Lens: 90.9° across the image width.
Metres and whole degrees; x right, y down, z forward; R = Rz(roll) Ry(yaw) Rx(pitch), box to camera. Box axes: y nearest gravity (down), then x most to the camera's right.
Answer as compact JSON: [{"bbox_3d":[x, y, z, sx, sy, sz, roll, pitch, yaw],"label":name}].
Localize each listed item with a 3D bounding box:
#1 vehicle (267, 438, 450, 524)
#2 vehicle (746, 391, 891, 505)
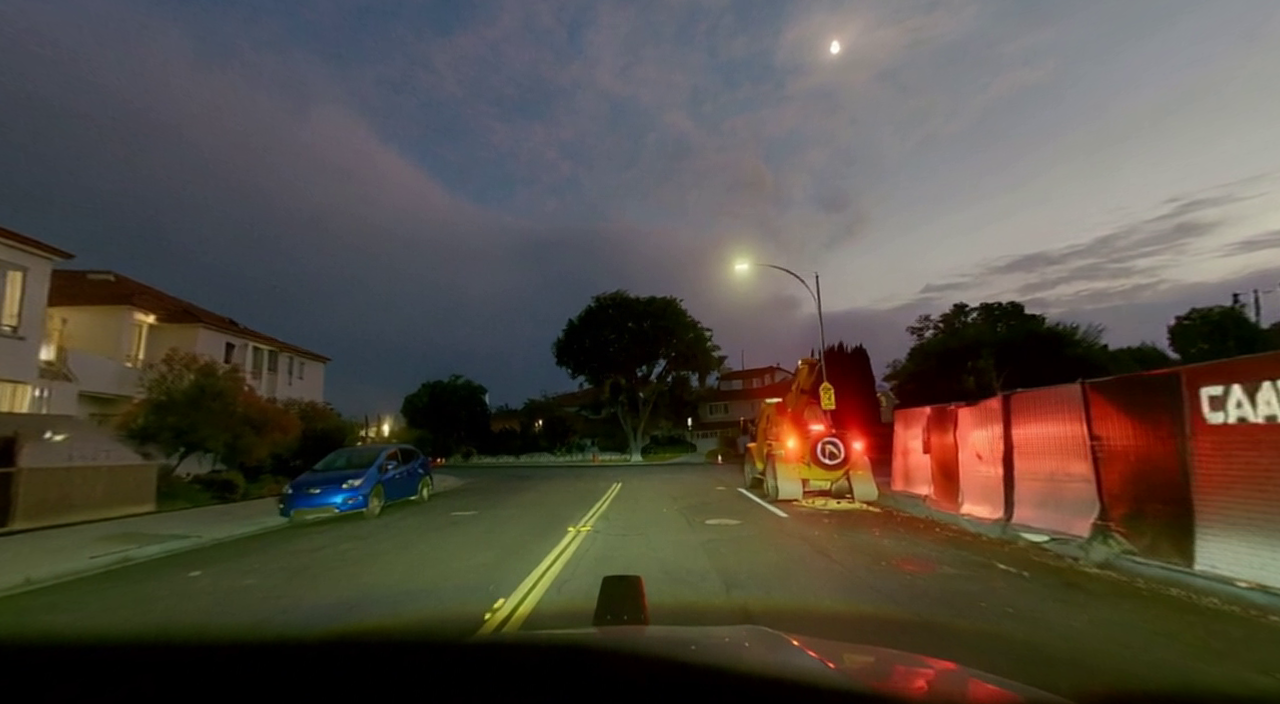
[{"bbox_3d":[-6.588,3.021,15.551,2.220,1.765,4.799,0,-8,1],"label":"vehicle"},{"bbox_3d":[4.437,2.476,16.378,2.501,2.613,3.505,0,-9,-4],"label":"vehicle"}]
